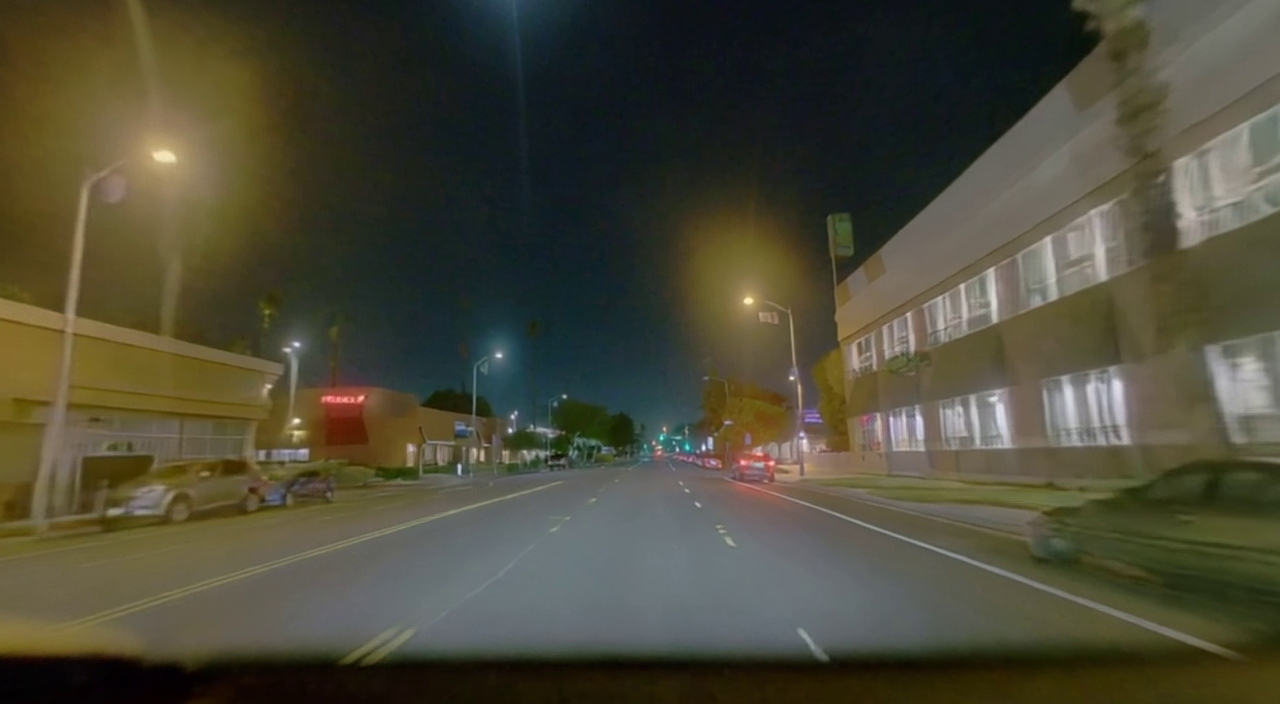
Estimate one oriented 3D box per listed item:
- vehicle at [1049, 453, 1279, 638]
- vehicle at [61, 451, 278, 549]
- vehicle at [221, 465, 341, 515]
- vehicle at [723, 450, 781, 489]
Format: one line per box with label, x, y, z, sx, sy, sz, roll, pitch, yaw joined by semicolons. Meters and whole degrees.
vehicle;6.283;1.715;5.835;1.932;1.490;4.598;0;-8;0
vehicle;-12.428;3.852;17.299;1.949;2.026;5.141;1;-7;-1
vehicle;-12.609;4.835;22.545;1.791;1.446;4.368;0;-8;-1
vehicle;4.736;5.021;27.329;2.067;1.477;4.653;-1;-9;5
